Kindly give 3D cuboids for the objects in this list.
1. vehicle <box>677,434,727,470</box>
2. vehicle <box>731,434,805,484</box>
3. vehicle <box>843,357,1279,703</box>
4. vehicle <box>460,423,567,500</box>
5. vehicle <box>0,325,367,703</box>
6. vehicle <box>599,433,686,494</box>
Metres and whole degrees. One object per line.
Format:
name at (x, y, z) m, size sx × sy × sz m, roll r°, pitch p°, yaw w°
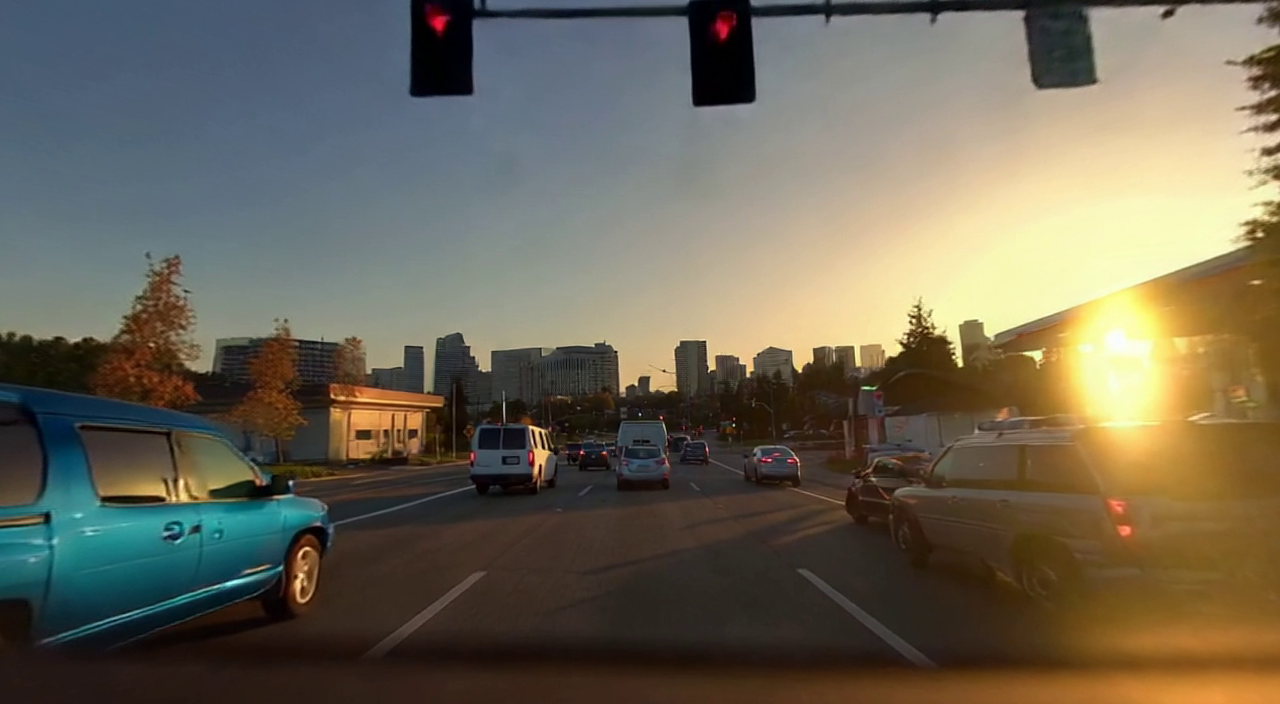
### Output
vehicle at (3.298, 5.423, 34.338) m, size 2.193 × 1.795 × 5.130 m, roll 0°, pitch -8°, yaw 0°
vehicle at (4.749, 4.040, 23.993) m, size 2.119 × 1.696 × 4.623 m, roll -1°, pitch -8°, yaw 4°
vehicle at (3.644, 1.262, 5.520) m, size 2.055 × 1.786 × 4.817 m, roll 0°, pitch -8°, yaw 0°
vehicle at (-3.505, 3.151, 18.477) m, size 2.025 × 1.936 × 4.995 m, roll 0°, pitch -8°, yaw 1°
vehicle at (-3.495, 0.850, 2.955) m, size 2.002 × 1.747 × 5.173 m, roll 0°, pitch -8°, yaw 1°
vehicle at (0.062, 3.541, 20.466) m, size 2.426 × 1.703 × 5.602 m, roll 0°, pitch -8°, yaw 0°
